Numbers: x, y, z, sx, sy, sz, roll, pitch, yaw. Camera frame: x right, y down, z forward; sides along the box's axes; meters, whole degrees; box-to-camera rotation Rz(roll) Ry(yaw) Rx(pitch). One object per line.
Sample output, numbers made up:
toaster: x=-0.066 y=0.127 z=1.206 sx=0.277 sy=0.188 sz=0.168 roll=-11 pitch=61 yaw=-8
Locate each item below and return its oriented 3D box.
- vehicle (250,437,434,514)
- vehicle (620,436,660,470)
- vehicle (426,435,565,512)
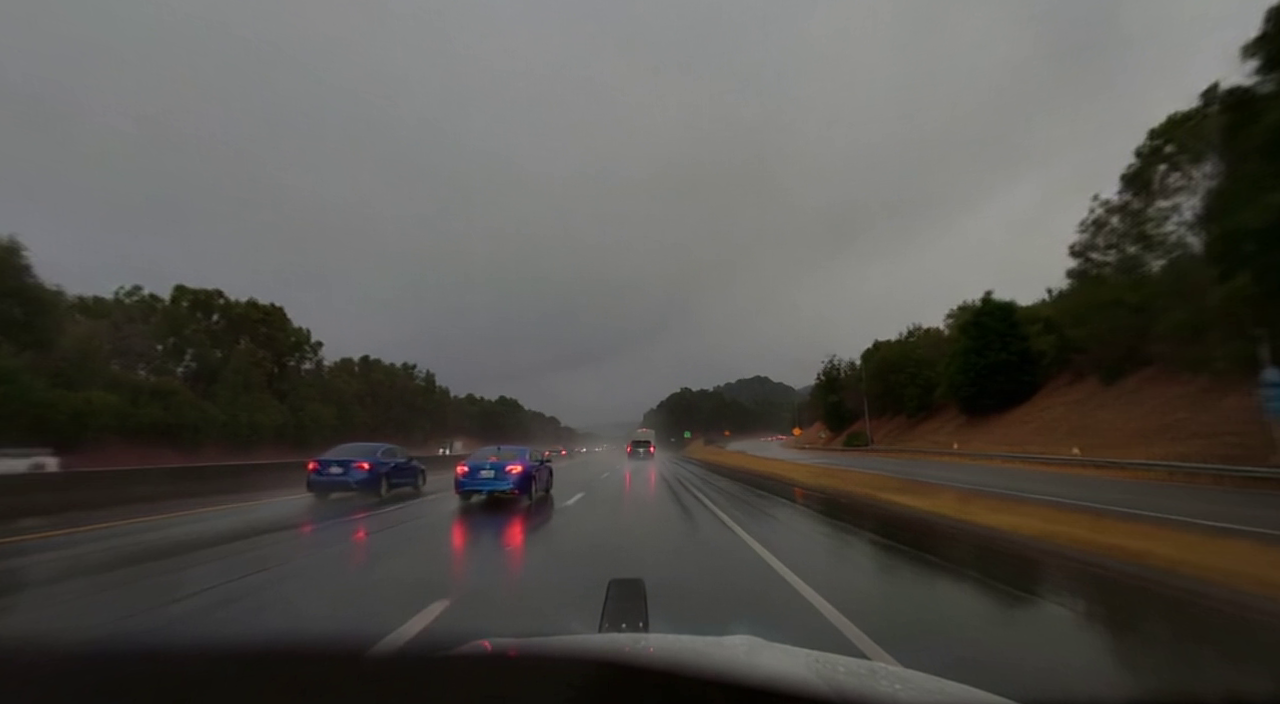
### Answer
vehicle: x=-6.778 y=2.843 z=15.059 sx=2.009 sy=1.519 sz=4.697 roll=-1 pitch=-9 yaw=1
vehicle: x=0.060 y=6.297 z=39.516 sx=2.309 sy=1.915 sz=5.130 roll=-1 pitch=-9 yaw=1
vehicle: x=-3.336 y=2.920 z=15.756 sx=2.139 sy=1.589 sz=5.102 roll=-1 pitch=-9 yaw=2
